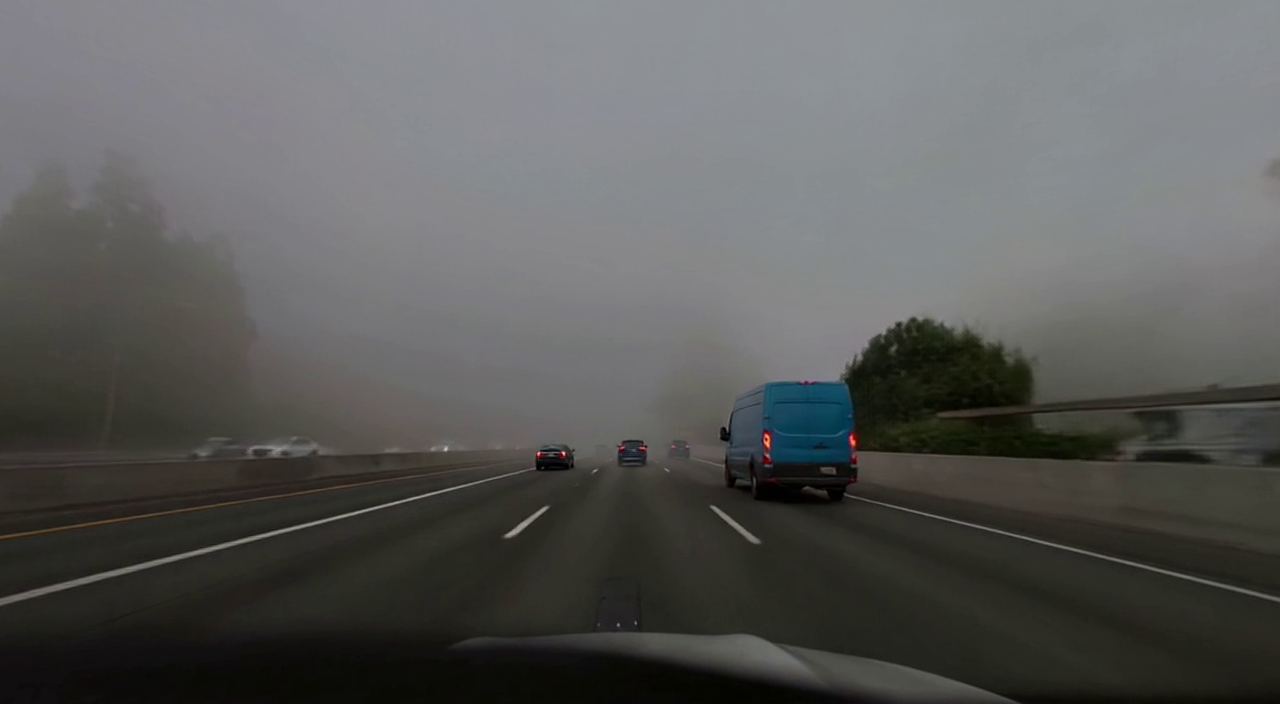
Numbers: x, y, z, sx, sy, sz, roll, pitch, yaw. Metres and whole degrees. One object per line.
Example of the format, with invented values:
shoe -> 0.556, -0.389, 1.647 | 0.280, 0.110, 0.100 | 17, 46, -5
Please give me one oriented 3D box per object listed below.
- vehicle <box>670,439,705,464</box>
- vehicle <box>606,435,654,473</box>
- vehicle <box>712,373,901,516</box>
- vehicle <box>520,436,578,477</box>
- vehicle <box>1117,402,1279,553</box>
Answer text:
vehicle -> 3.526, 7.433, 47.424 | 2.160, 1.759, 4.214 | 0, -8, -1
vehicle -> -0.511, 5.248, 32.732 | 2.297, 1.783, 4.355 | 0, -8, -1
vehicle -> 3.537, 2.216, 15.322 | 2.631, 2.709, 6.496 | 0, -8, -2
vehicle -> -4.118, 4.793, 29.260 | 2.023, 1.709, 4.263 | 0, -8, 0
vehicle -> 9.643, 1.675, 8.474 | 2.344, 1.967, 5.275 | 0, -8, 0
